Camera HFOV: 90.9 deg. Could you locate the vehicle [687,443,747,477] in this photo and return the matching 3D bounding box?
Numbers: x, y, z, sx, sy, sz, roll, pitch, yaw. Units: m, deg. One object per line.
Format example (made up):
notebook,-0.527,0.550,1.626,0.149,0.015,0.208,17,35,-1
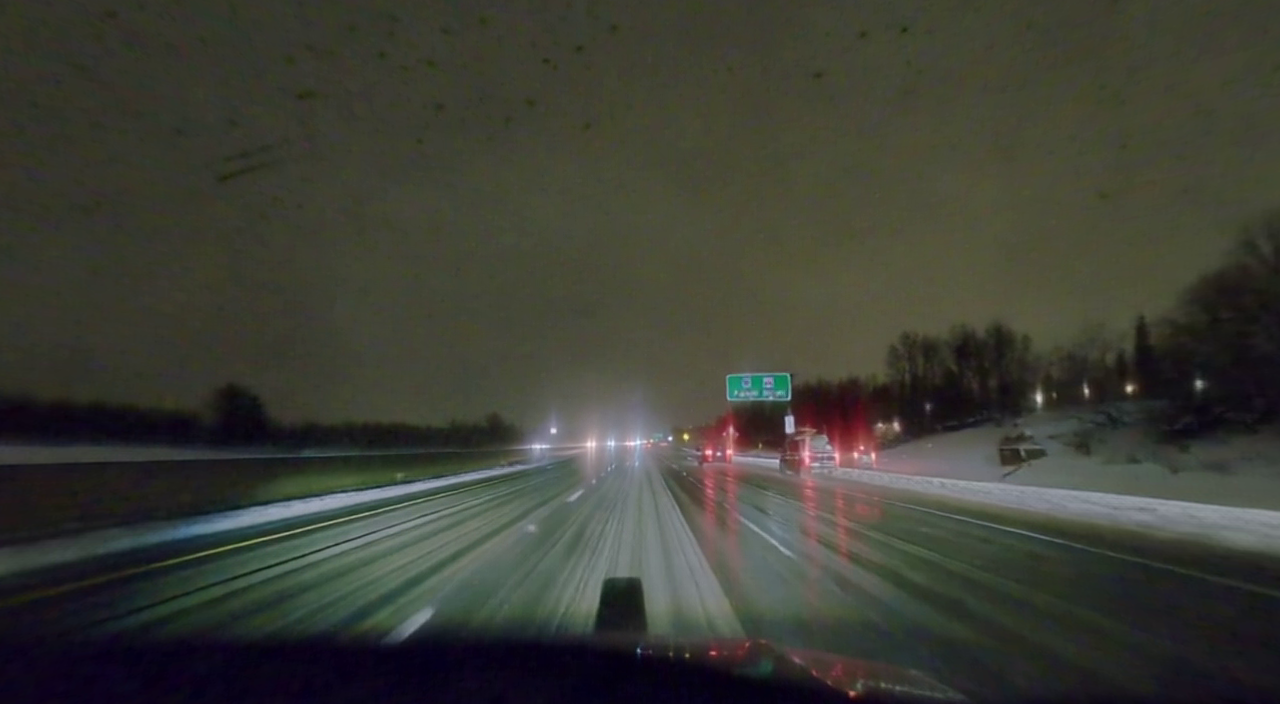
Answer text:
vehicle,3.563,5.057,29.969,2.193,1.462,4.533,0,-8,-1
